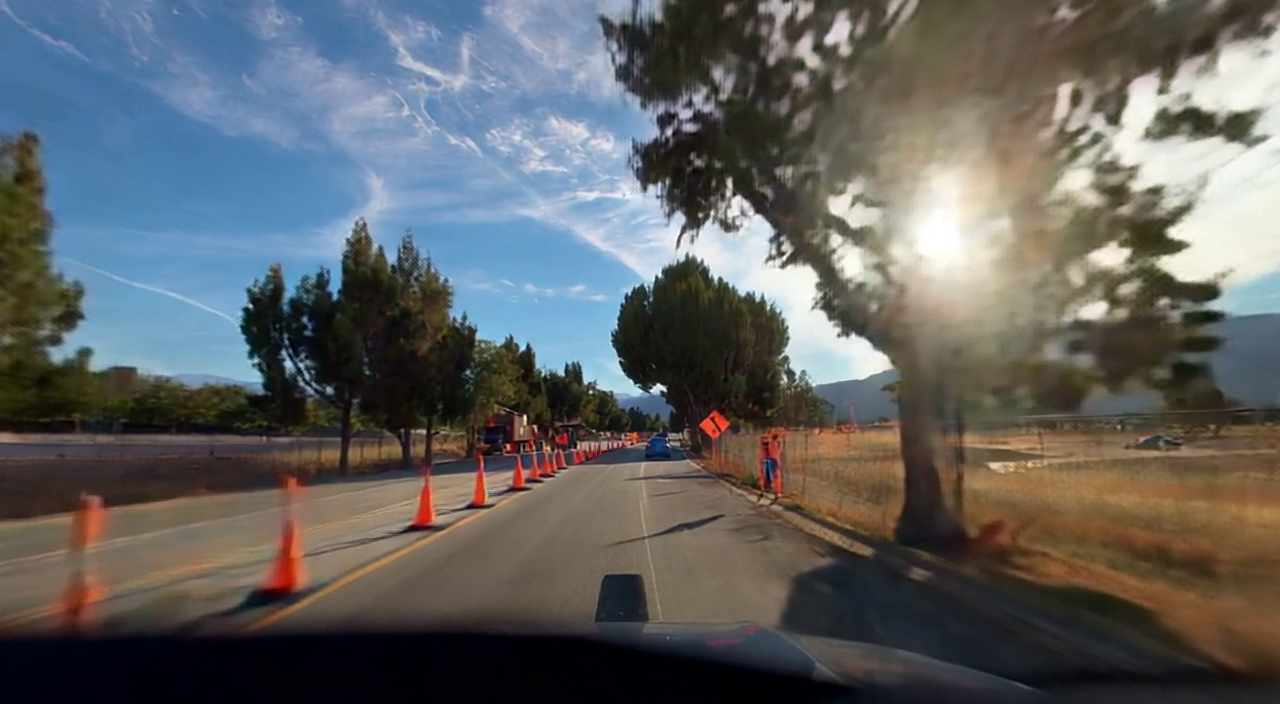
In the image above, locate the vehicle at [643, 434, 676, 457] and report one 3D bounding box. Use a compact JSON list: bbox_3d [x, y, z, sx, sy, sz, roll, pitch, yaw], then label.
[{"bbox_3d":[1.368,6.450,43.500,2.172,1.486,3.581,-1,-9,2],"label":"vehicle"}]
